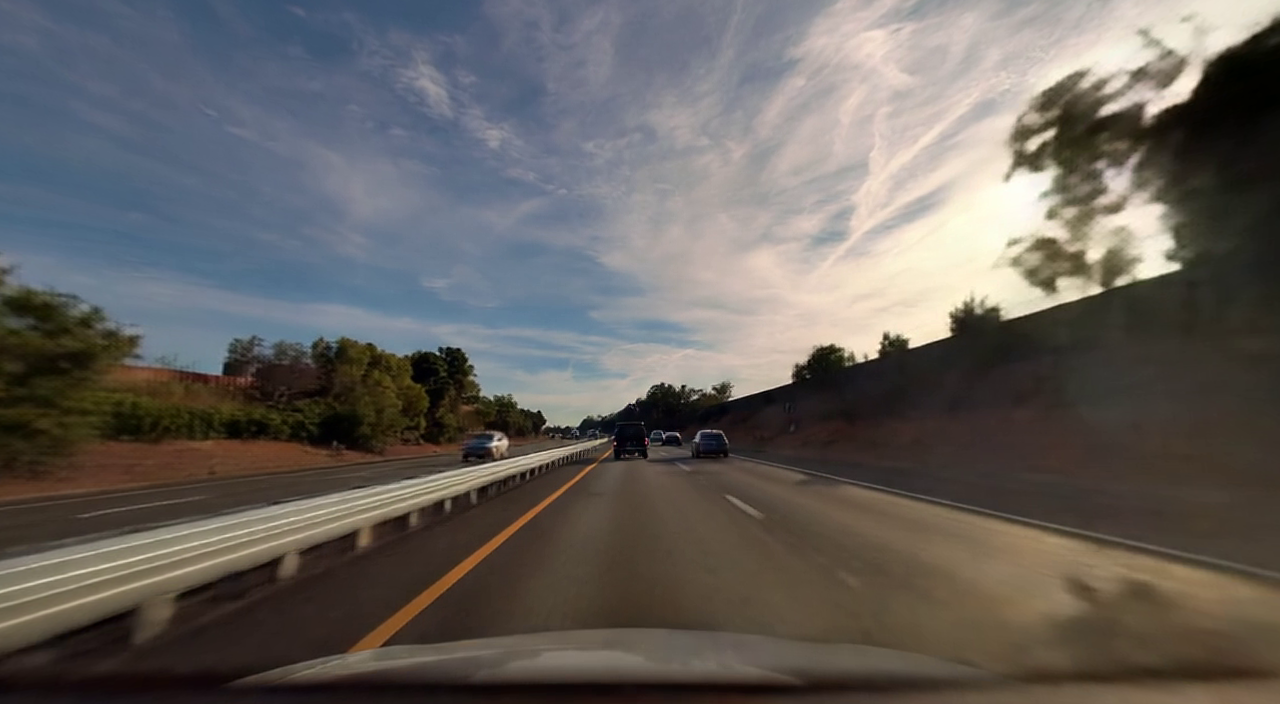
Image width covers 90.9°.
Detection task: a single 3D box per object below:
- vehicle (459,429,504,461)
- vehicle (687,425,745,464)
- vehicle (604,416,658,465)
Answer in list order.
[{"bbox_3d":[-9.302,5.474,37.226,1.811,1.736,3.792,-2,-7,-1],"label":"vehicle"},{"bbox_3d":[3.364,4.190,28.629,1.981,1.606,3.956,0,-8,-2],"label":"vehicle"},{"bbox_3d":[-0.456,4.100,29.261,2.270,2.044,4.633,0,-8,-2],"label":"vehicle"}]
